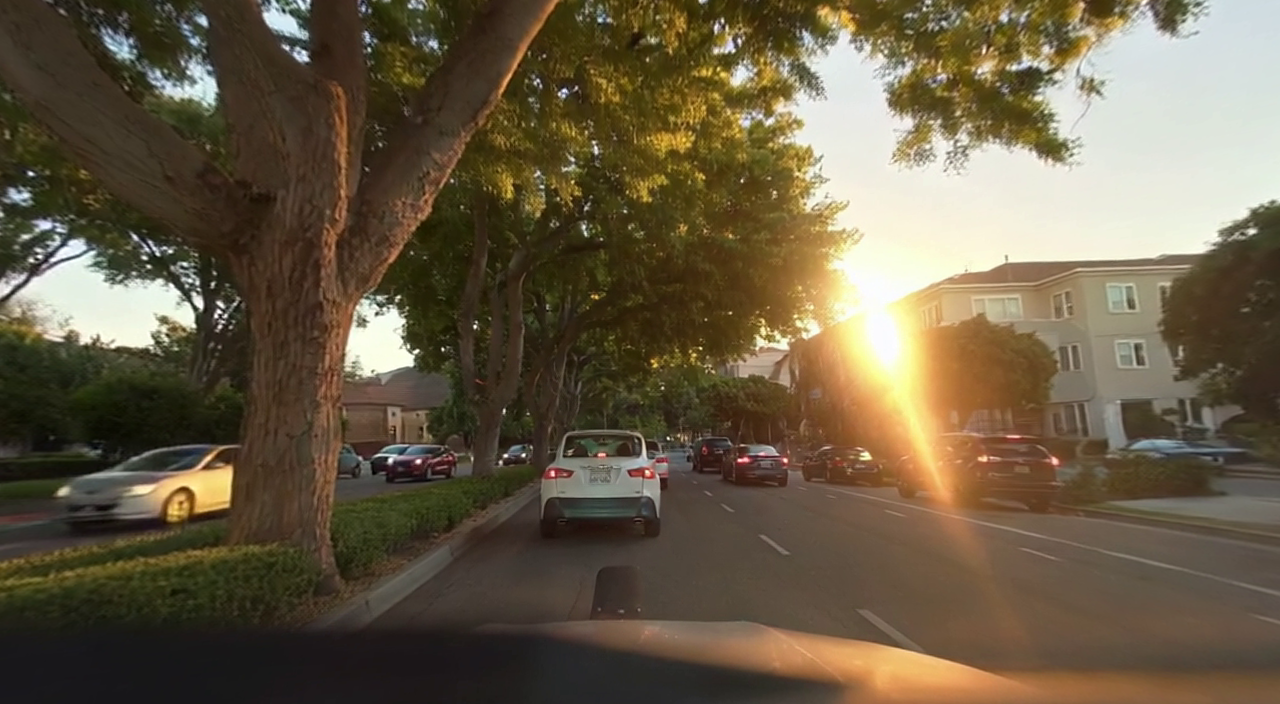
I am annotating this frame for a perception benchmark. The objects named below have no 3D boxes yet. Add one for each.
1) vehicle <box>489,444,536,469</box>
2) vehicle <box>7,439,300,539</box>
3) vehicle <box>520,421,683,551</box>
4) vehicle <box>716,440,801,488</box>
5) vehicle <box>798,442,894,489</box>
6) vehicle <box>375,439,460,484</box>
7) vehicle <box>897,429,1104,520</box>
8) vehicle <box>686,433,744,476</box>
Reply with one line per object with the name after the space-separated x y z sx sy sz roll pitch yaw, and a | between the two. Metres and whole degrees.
-8.205 6.758 41.069 2.039 1.466 4.553 0 -8 1 | vehicle
-8.764 2.460 12.094 1.938 1.513 4.593 0 -8 0 | vehicle
-0.596 2.012 10.119 2.106 1.655 3.717 0 -8 -3 | vehicle
4.001 3.869 22.165 2.175 1.477 4.520 0 -8 1 | vehicle
7.211 3.994 22.642 1.977 1.485 4.308 0 -8 0 | vehicle
-8.908 4.406 25.684 1.920 1.663 4.036 0 -8 0 | vehicle
7.786 2.664 14.284 2.168 1.709 4.289 0 -8 1 | vehicle
3.435 4.786 29.821 2.114 1.846 4.659 0 -8 -1 | vehicle
